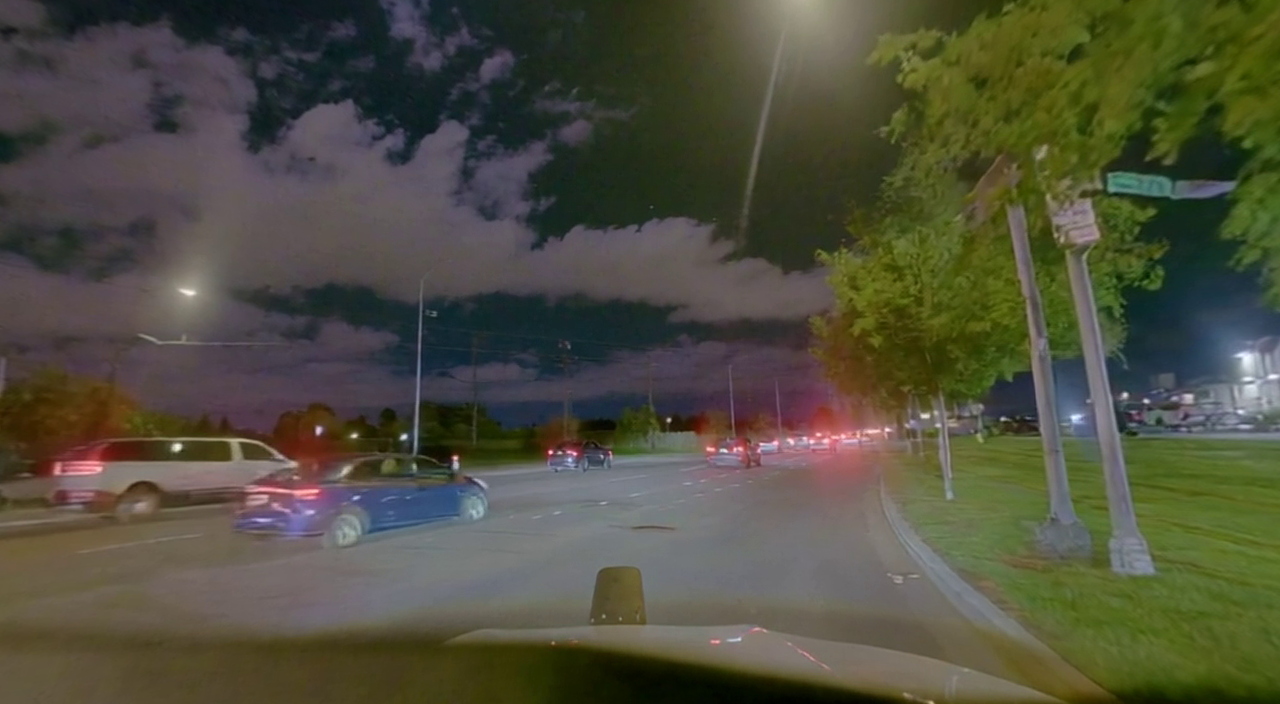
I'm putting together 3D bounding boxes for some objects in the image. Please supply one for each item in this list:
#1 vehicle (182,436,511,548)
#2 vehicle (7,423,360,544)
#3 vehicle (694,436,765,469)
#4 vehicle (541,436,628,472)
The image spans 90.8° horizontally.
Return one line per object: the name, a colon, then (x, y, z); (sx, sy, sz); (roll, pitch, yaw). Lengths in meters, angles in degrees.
vehicle: (-4.684, 2.273, 10.965); (2.056, 1.442, 4.725); (-4, -10, 31)
vehicle: (-7.835, 2.314, 11.519); (2.050, 1.695, 4.677); (-6, -11, 26)
vehicle: (4.525, 5.028, 31.470); (1.984, 1.482, 4.482); (-5, -11, 29)
vehicle: (-2.964, 5.613, 34.714); (2.506, 1.718, 4.822); (-7, -11, 27)
